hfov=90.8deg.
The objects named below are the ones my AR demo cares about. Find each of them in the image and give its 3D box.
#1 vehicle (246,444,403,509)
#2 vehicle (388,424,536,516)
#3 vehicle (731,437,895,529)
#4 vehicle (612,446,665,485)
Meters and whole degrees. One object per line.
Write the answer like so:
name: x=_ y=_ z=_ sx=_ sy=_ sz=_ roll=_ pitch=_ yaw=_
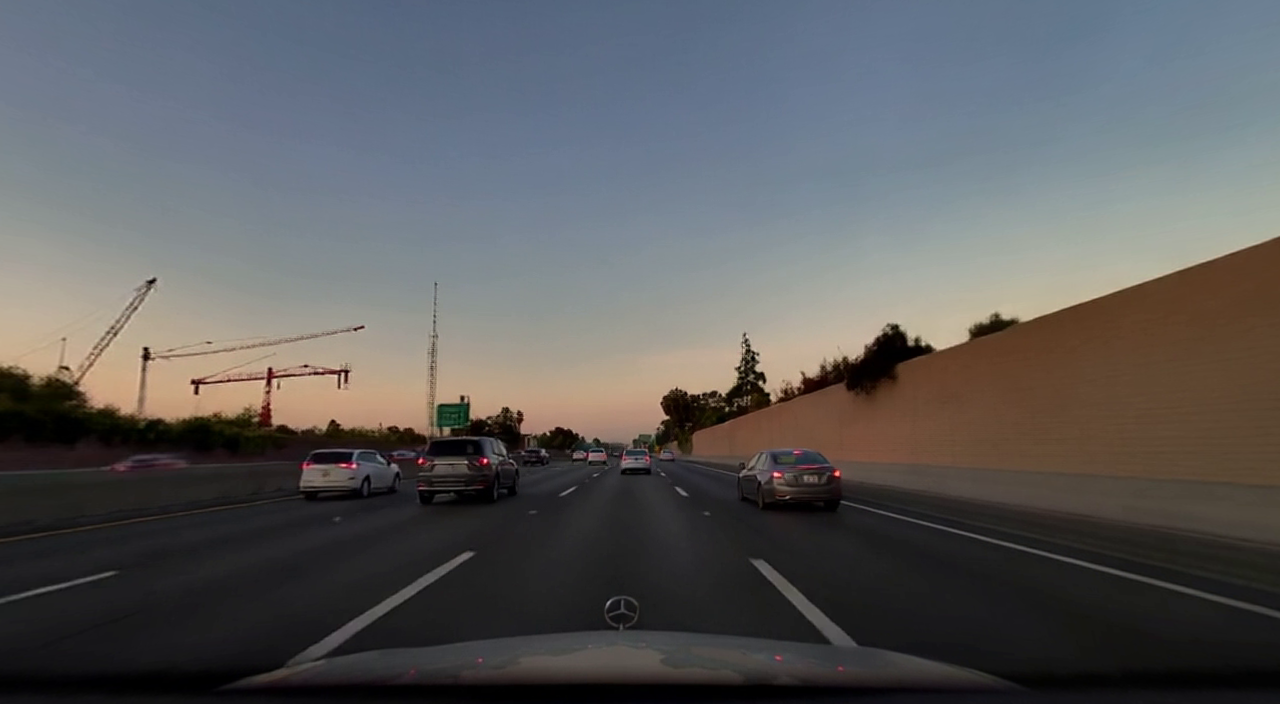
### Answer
vehicle: x=-8.099 y=3.199 z=16.778 sx=1.908 sy=1.476 sz=4.342 roll=0 pitch=-9 yaw=0
vehicle: x=-3.852 y=2.644 z=14.629 sx=2.121 sy=1.775 sz=4.335 roll=0 pitch=-9 yaw=0
vehicle: x=3.223 y=2.527 z=12.845 sx=1.917 sy=1.507 sz=4.540 roll=0 pitch=-9 yaw=-2
vehicle: x=-0.082 y=4.666 z=26.325 sx=2.045 sy=1.452 sz=4.040 roll=0 pitch=-9 yaw=-1
